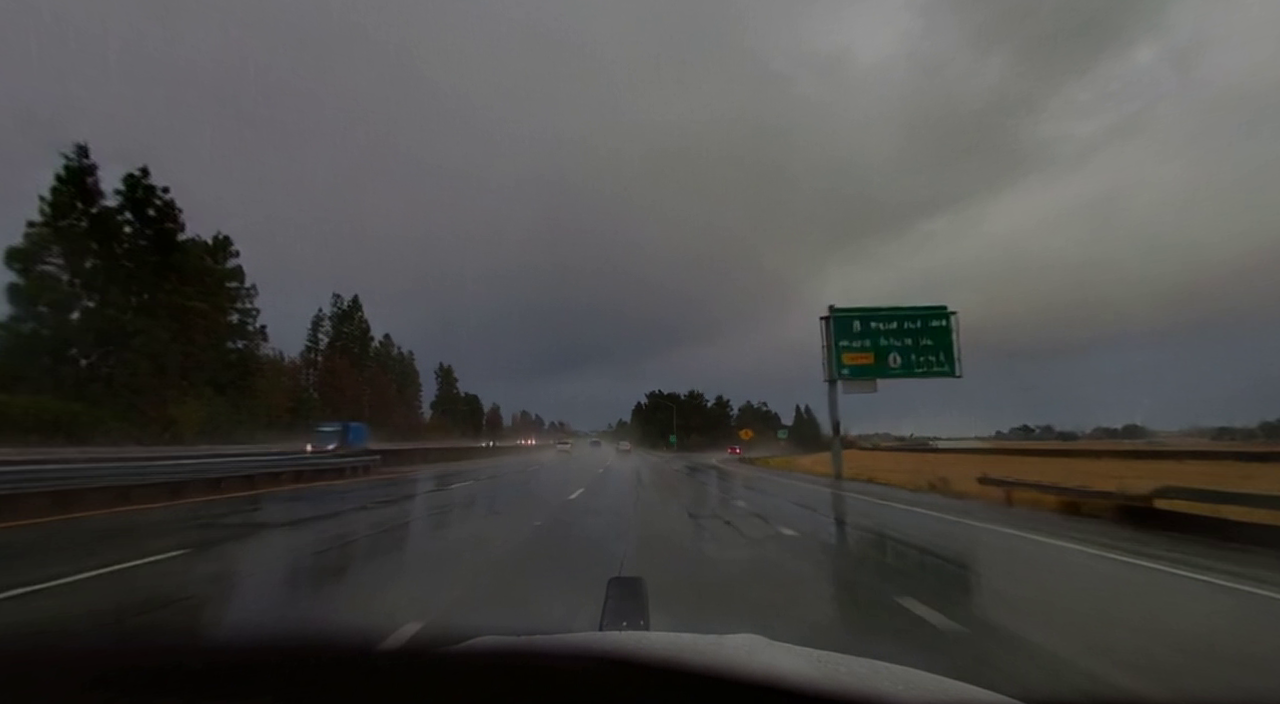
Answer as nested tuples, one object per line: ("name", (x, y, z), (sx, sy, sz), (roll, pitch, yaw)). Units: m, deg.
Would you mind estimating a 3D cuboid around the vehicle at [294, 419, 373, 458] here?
("vehicle", (-21.295, 6.083, 43.965), (2.396, 2.530, 6.033), (0, -8, 0))
